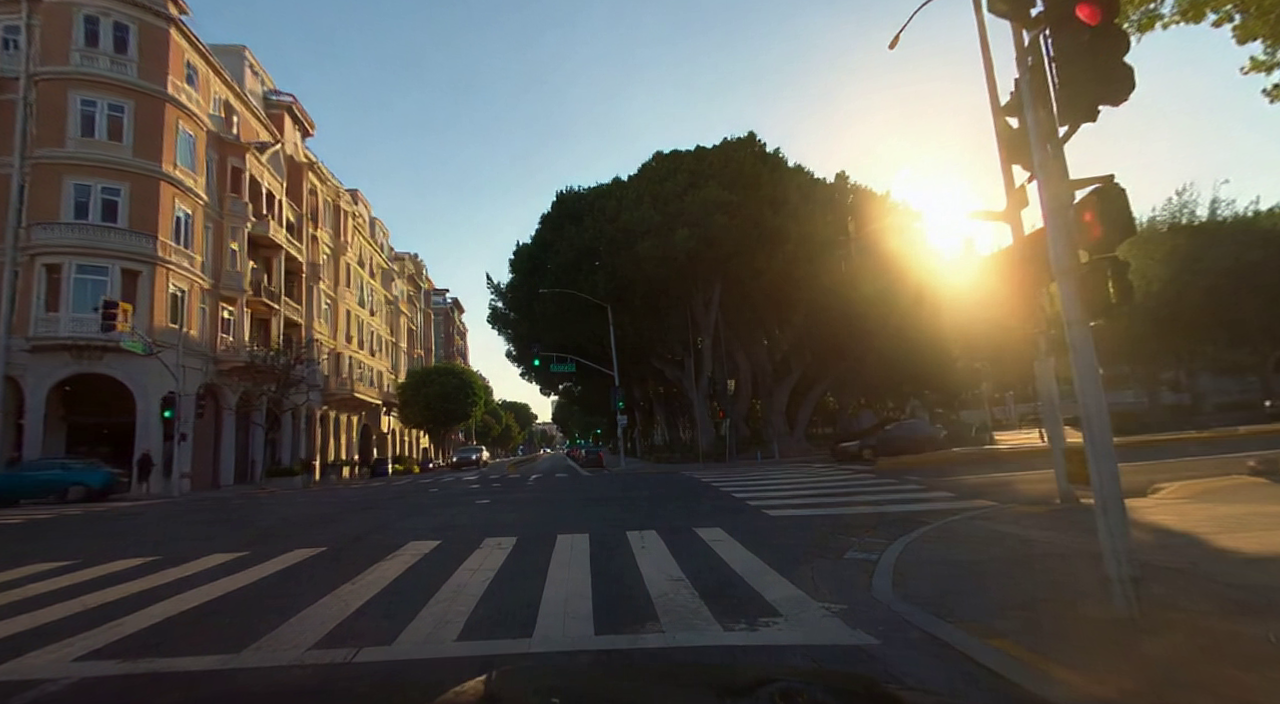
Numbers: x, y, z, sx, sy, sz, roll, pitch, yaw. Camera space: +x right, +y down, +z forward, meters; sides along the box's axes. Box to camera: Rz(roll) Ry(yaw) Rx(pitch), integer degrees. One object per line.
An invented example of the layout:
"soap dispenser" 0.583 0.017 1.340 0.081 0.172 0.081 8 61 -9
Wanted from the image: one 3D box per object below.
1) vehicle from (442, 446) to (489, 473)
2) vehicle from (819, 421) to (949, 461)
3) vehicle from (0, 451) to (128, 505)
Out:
"vehicle" -10.467 6.467 38.170 2.196 1.503 4.371 1 -9 -8
"vehicle" 9.374 3.451 24.423 4.320 1.456 1.803 2 -9 -11
"vehicle" -19.940 4.047 20.513 4.626 1.636 2.004 1 -8 -7
